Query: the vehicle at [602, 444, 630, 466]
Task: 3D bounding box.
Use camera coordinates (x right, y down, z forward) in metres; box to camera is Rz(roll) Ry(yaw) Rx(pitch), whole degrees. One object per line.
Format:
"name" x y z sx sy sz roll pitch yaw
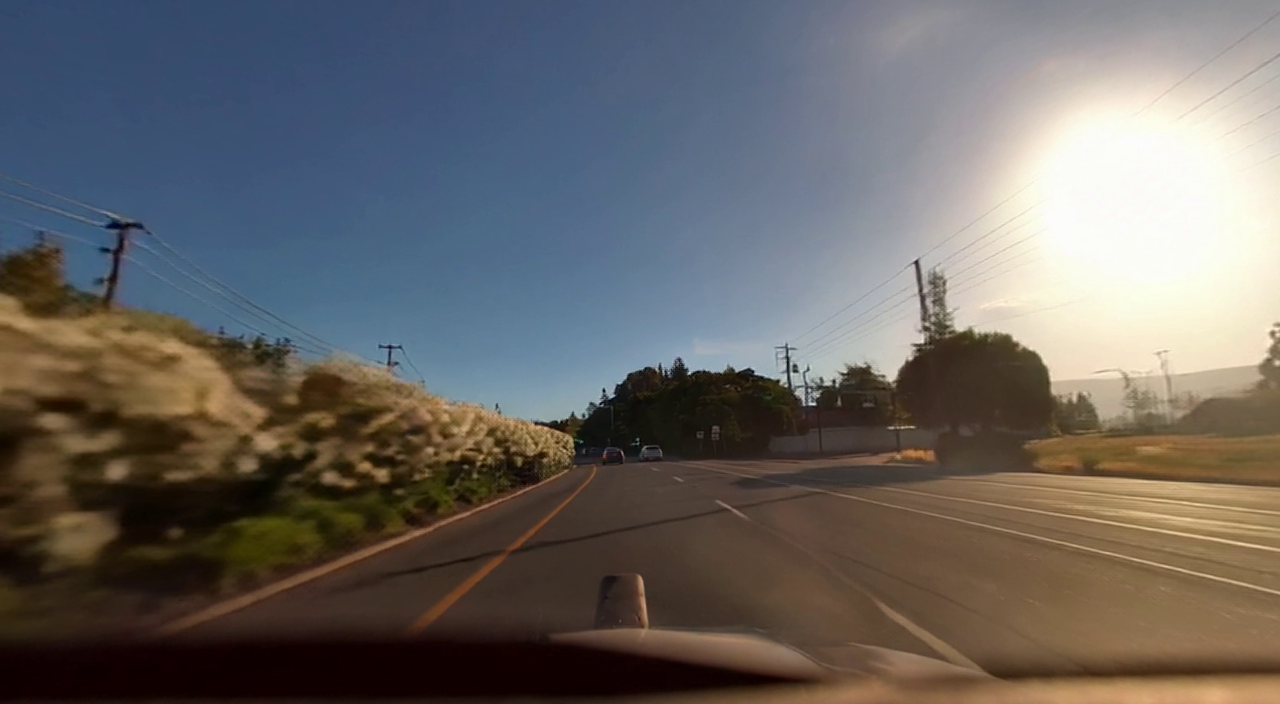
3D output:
"vehicle" -1.925 7.982 48.909 2.005 1.633 4.044 1 -8 -4
